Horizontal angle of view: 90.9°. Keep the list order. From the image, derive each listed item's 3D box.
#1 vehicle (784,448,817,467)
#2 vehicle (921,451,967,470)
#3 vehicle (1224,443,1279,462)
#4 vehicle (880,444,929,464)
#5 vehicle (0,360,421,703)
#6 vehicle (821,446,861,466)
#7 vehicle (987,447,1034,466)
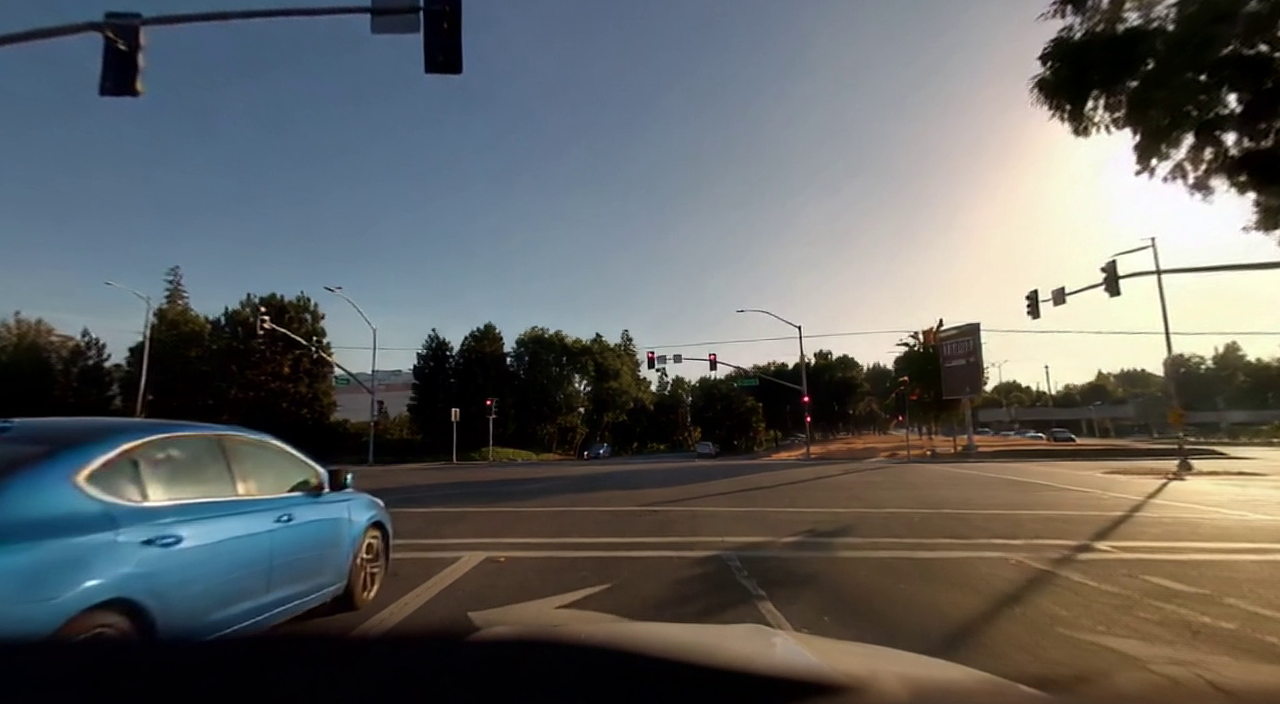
[{"bbox_3d":[12.660,8.307,49.854,1.647,1.386,3.725,-1,-8,1],"label":"vehicle"},{"bbox_3d":[23.203,8.297,48.198,1.633,1.324,3.449,0,-8,-3],"label":"vehicle"},{"bbox_3d":[47.008,7.616,48.048,1.574,1.369,3.611,-1,-8,5],"label":"vehicle"},{"bbox_3d":[20.686,7.984,49.464,1.815,1.515,4.552,0,-9,0],"label":"vehicle"},{"bbox_3d":[-3.037,1.040,3.478,2.055,1.573,4.065,-1,-9,2],"label":"vehicle"},{"bbox_3d":[15.699,8.143,49.401,1.714,1.458,4.206,0,-8,0],"label":"vehicle"},{"bbox_3d":[28.576,8.050,48.704,1.662,1.440,3.583,-1,-8,4],"label":"vehicle"}]
